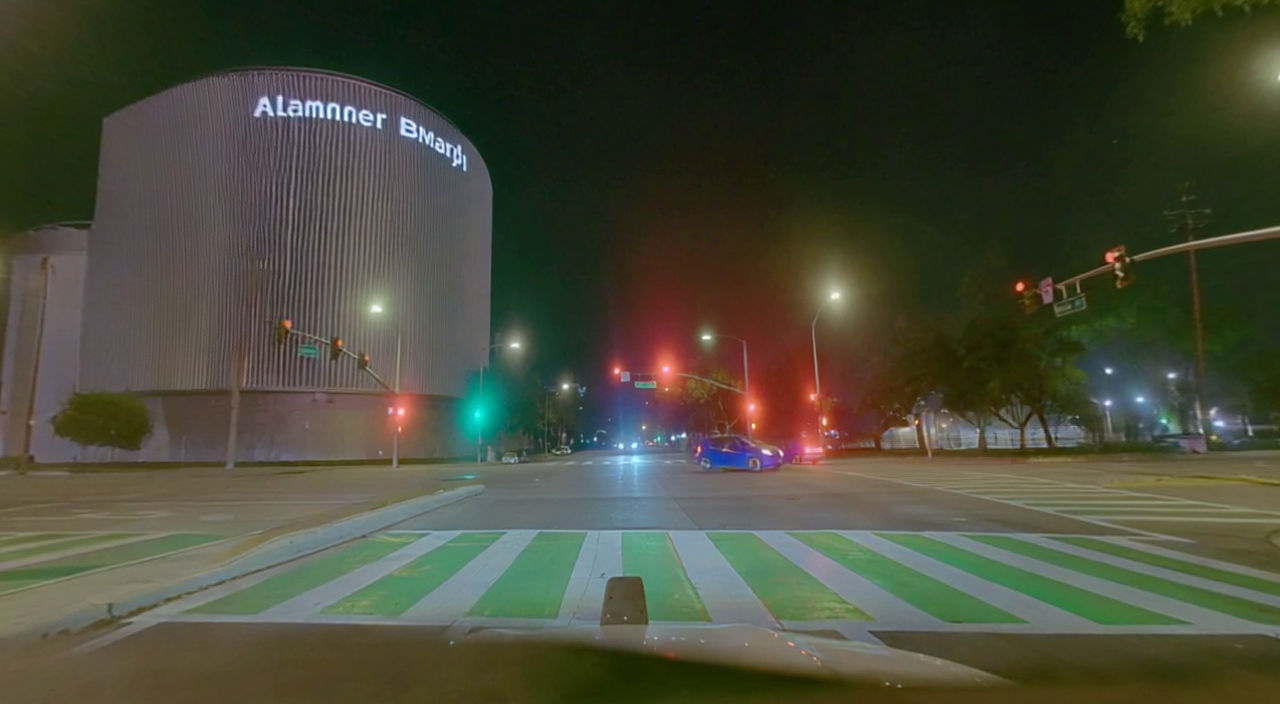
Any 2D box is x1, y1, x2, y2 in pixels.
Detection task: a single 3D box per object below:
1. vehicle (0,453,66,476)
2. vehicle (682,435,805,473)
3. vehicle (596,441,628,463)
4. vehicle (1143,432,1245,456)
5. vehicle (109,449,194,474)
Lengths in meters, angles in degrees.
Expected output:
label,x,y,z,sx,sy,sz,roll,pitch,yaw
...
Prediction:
label,x,y,z,sx,sy,sz,roll,pitch,yaw
vehicle,-41.676,7.633,42.757,3.698,1.467,1.779,0,-8,1
vehicle,4.312,4.311,26.917,2.280,1.454,4.836,7,-11,-40
vehicle,-2.023,7.327,46.353,2.057,1.467,4.354,0,-8,1
vehicle,36.148,6.024,41.205,4.767,1.456,1.858,-1,-8,3
vehicle,-33.089,7.403,42.746,4.136,1.661,1.857,0,-8,1
